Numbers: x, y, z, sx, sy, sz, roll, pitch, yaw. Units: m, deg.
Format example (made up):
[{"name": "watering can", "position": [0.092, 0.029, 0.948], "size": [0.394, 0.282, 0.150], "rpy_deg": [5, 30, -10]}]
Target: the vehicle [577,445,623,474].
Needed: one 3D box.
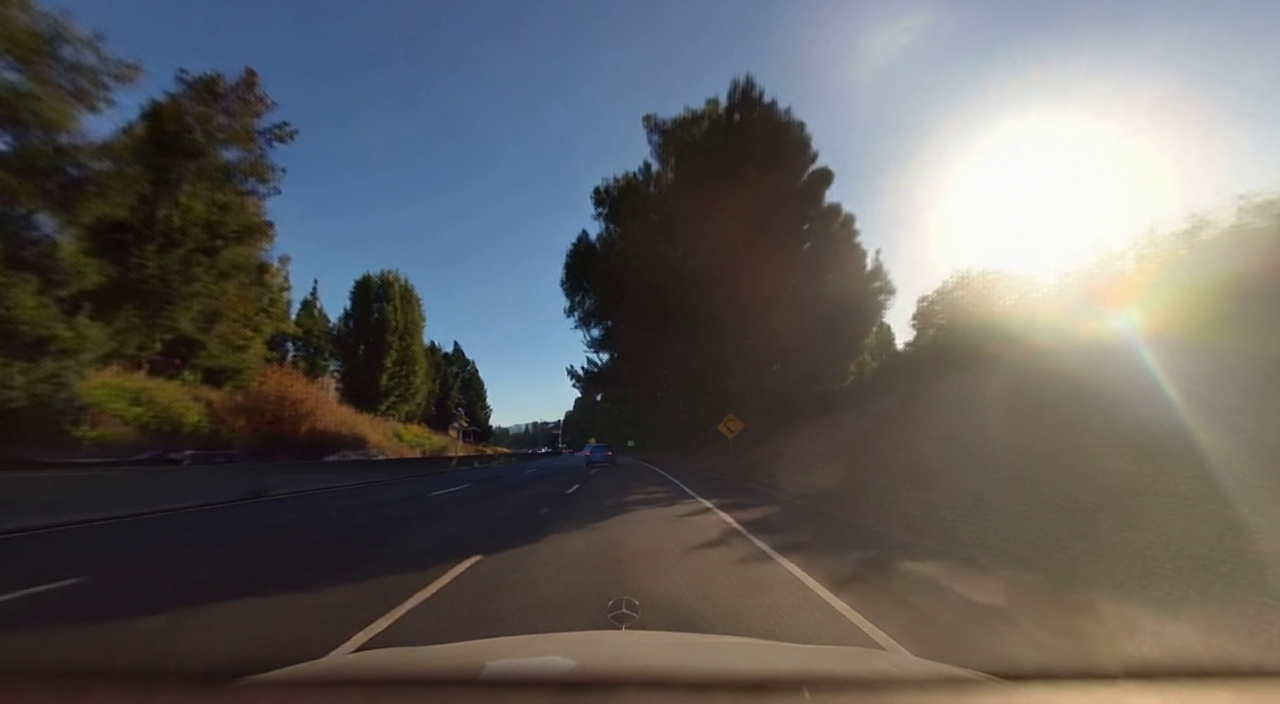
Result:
[{"name": "vehicle", "position": [-2.078, 5.742, 33.944], "size": [2.126, 1.411, 4.433], "rpy_deg": [0, -9, 1]}]
